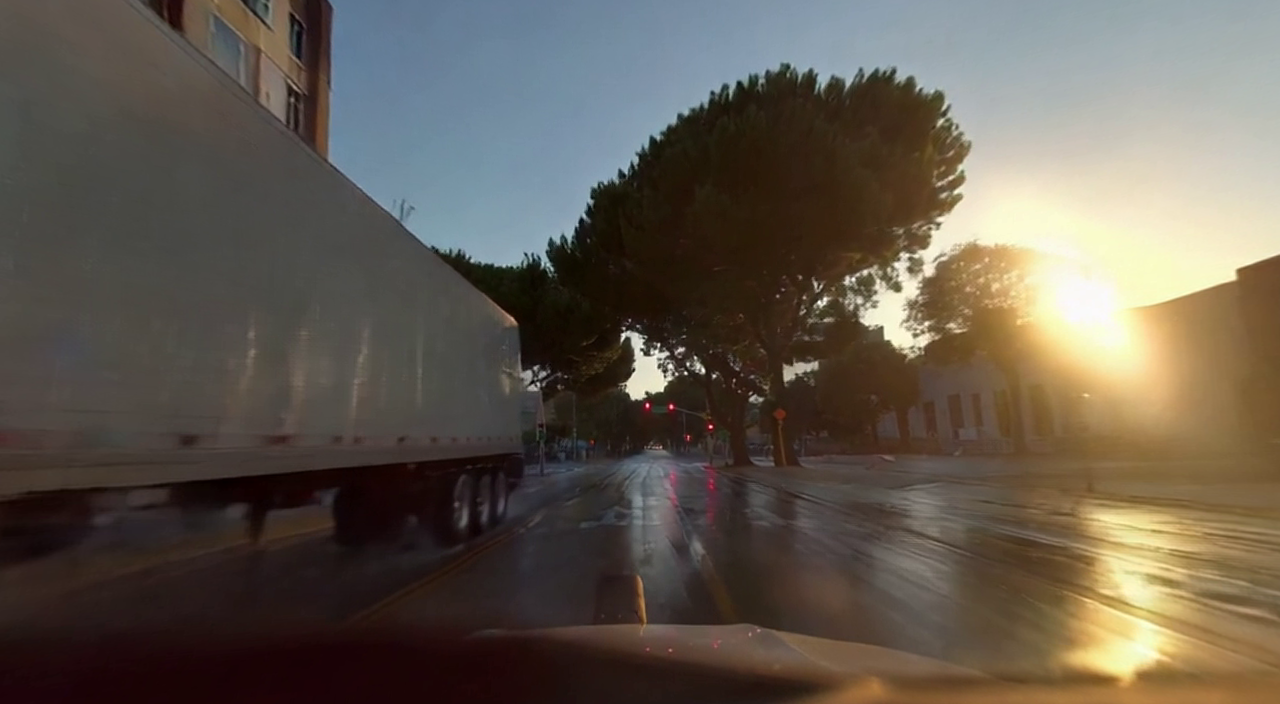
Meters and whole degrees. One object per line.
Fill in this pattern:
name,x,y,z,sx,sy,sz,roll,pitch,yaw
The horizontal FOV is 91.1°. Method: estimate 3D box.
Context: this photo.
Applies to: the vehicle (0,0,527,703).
vehicle,-4.139,0.232,5.456,3.160,4.343,15.392,-1,-9,1
